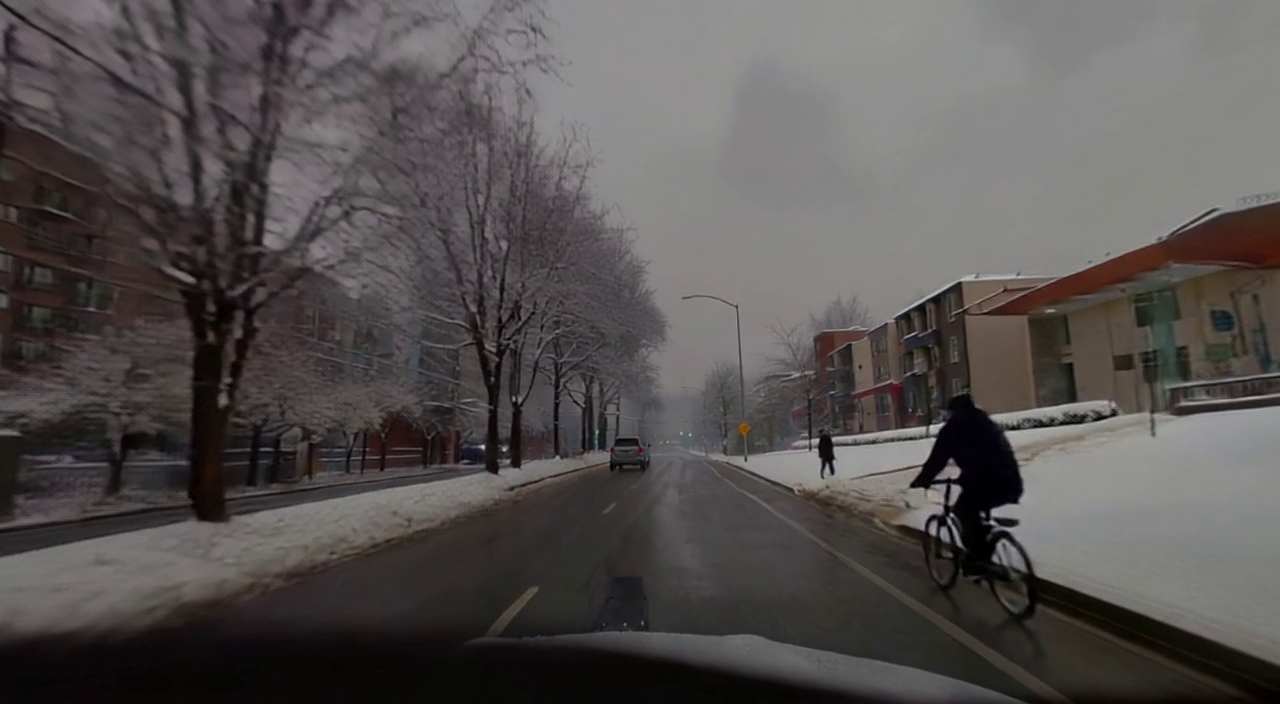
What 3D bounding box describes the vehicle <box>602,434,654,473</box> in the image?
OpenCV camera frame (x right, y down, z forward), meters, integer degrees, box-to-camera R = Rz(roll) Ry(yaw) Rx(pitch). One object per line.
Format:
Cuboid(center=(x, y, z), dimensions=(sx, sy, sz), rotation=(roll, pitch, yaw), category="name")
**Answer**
Cuboid(center=(-0.550, 5.308, 33.103), dimensions=(2.294, 1.859, 5.127), rotation=(-1, -8, 3), category="vehicle")
